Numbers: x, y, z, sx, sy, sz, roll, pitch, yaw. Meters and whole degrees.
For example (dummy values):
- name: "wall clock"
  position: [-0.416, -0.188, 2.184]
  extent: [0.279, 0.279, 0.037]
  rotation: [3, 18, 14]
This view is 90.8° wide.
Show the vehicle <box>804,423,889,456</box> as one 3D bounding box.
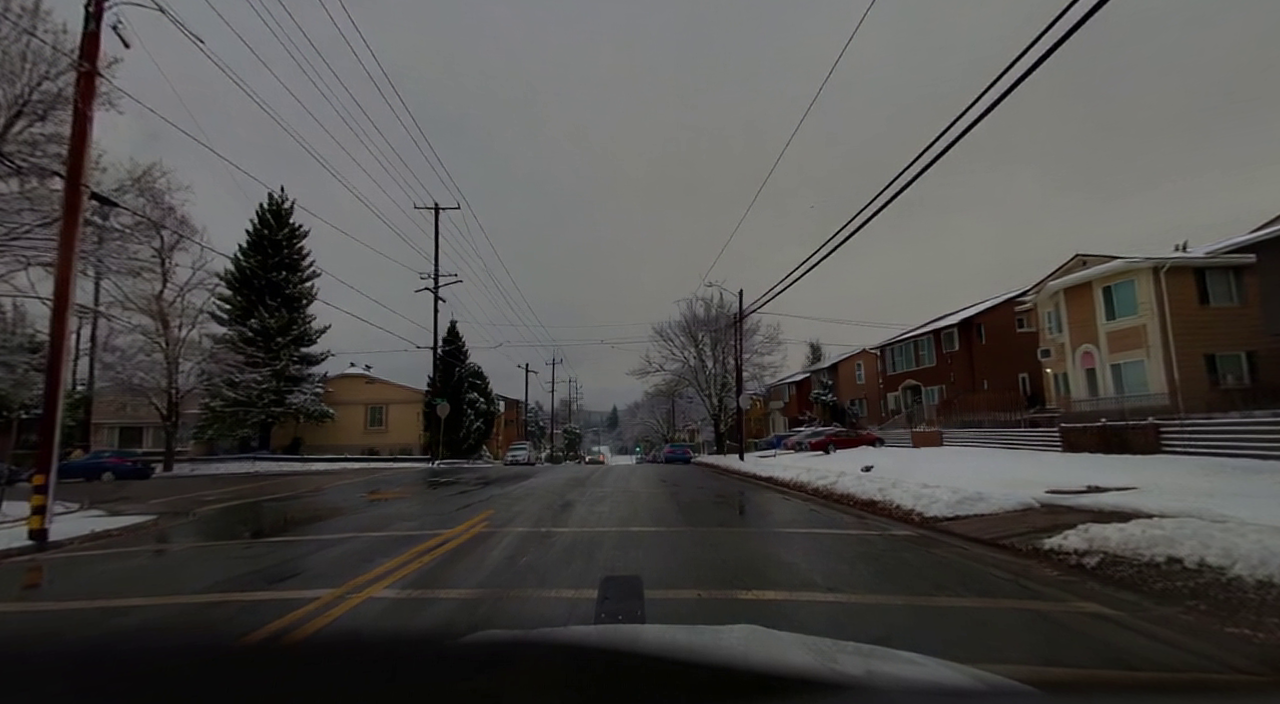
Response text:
- name: "vehicle"
  position: [11.207, 4.754, 34.134]
  extent: [4.509, 1.664, 1.981]
  rotation: [6, -10, -35]

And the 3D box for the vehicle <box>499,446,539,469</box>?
- name: "vehicle"
  position: [-8.536, 7.434, 44.807]
  extent: [2.066, 1.472, 4.353]
  rotation: [0, -8, -1]

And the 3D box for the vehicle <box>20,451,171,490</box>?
- name: "vehicle"
  position: [-22.299, 4.855, 26.022]
  extent: [4.424, 1.486, 1.814]
  rotation: [0, -8, -2]

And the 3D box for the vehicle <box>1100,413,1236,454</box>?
- name: "vehicle"
  position: [22.397, 3.503, 26.902]
  extent: [4.002, 1.505, 2.061]
  rotation: [-1, -10, -5]

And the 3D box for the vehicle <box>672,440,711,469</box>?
- name: "vehicle"
  position: [3.256, 6.575, 40.762]
  extent: [1.993, 1.755, 4.256]
  rotation: [0, -8, -2]

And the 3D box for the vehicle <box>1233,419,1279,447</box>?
- name: "vehicle"
  position: [33.084, 4.233, 32.938]
  extent: [3.433, 1.389, 1.683]
  rotation: [3, -8, -22]
